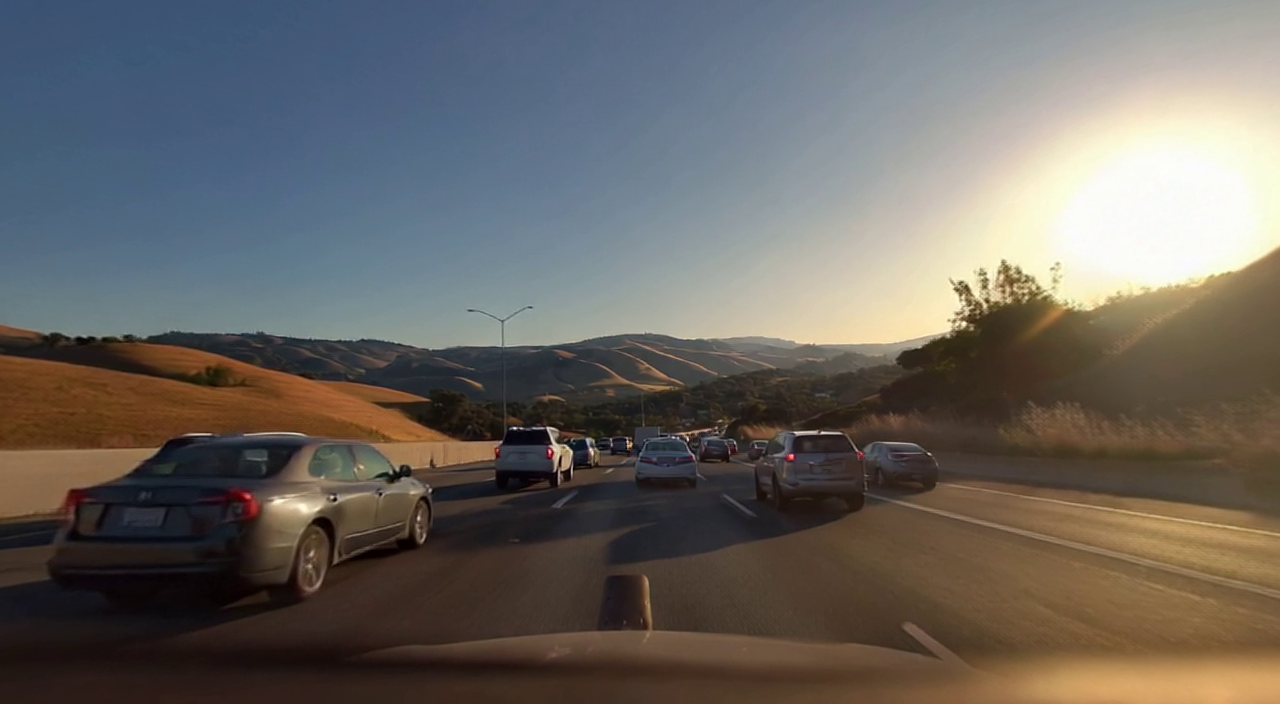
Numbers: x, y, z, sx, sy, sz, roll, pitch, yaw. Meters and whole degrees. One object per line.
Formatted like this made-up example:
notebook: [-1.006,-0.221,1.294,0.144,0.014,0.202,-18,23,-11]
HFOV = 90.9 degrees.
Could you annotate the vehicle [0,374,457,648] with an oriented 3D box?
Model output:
vehicle: [-3.619,1.316,6.276,2.179,1.723,4.410,0,-8,1]

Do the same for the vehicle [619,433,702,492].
vehicle: [0.594,3.108,18.100,2.105,1.471,4.349,0,-8,2]

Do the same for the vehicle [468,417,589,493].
vehicle: [-3.014,2.967,18.544,2.301,1.902,5.374,-1,-8,3]

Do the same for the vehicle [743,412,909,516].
vehicle: [3.526,2.230,13.026,2.046,1.765,4.534,0,-8,0]
